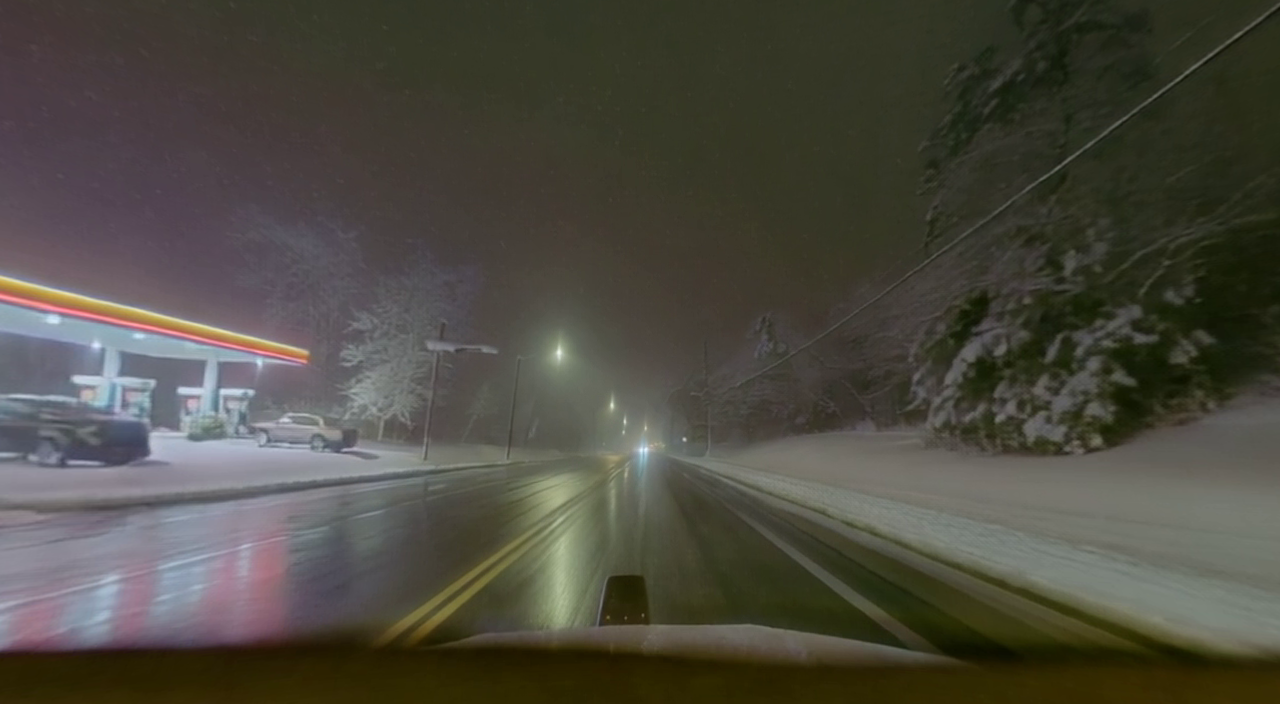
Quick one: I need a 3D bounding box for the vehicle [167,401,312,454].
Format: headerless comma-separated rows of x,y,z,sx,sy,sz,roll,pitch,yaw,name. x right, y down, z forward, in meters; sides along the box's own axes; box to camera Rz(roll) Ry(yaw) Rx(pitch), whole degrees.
-22.587,4.230,35.685,6.311,2.571,3.118,1,-6,12,vehicle
